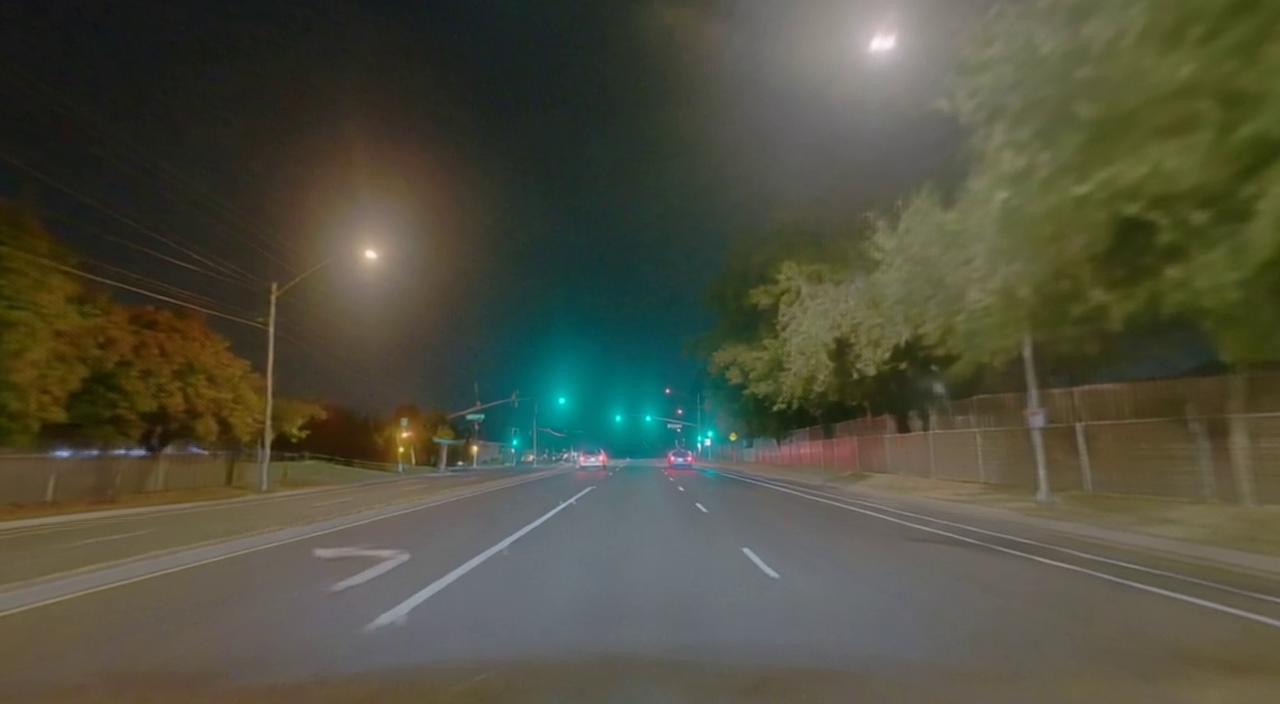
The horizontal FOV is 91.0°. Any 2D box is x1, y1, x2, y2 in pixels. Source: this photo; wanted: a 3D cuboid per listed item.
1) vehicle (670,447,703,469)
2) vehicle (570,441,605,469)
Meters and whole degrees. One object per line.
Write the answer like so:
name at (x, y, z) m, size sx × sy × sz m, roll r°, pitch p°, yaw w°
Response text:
vehicle at (3.288, 7.604, 45.304) m, size 2.105 × 1.490 × 4.008 m, roll 0°, pitch -8°, yaw 0°
vehicle at (-3.577, 7.087, 43.623) m, size 2.078 × 1.832 × 4.746 m, roll 0°, pitch -8°, yaw -1°
